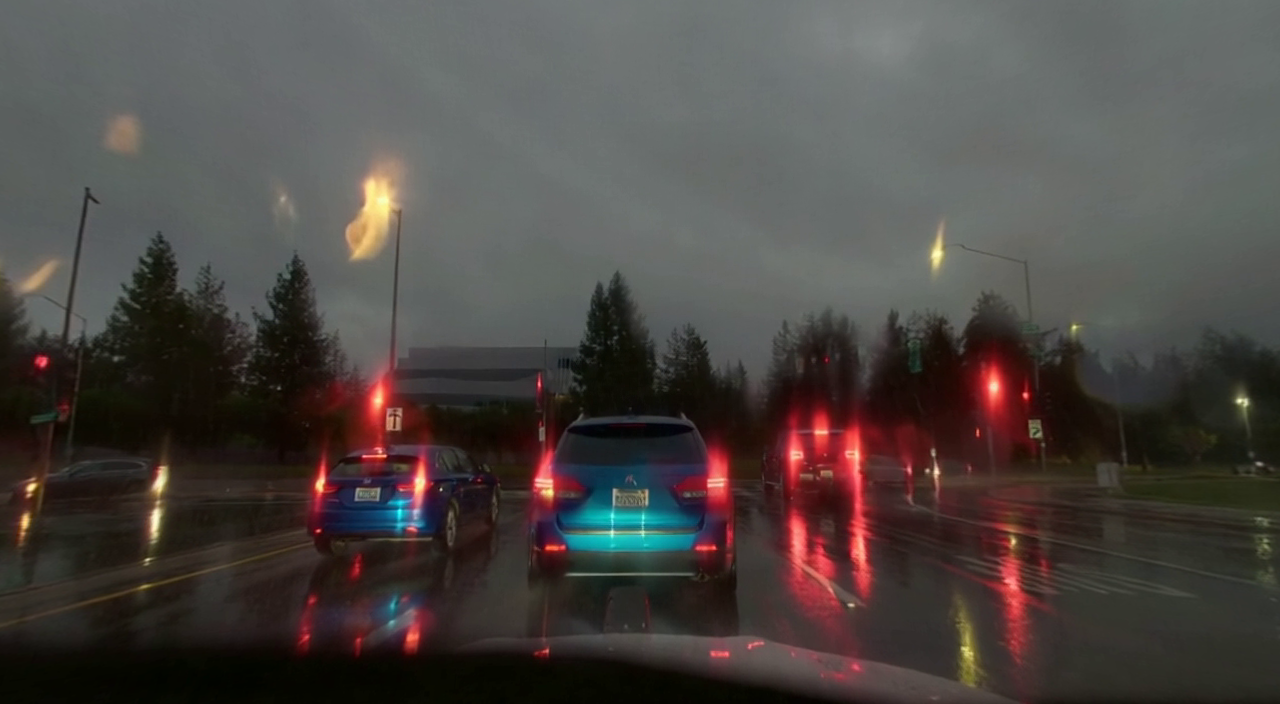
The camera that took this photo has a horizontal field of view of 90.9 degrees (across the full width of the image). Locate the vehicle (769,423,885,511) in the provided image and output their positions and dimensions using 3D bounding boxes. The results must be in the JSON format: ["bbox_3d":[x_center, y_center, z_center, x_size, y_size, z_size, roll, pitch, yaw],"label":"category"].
[{"bbox_3d":[4.816,3.004,16.927,2.084,2.053,4.073,-1,-8,4],"label":"vehicle"}]

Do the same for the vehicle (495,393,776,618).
[{"bbox_3d":[-0.028,1.525,7.179,2.203,1.757,4.286,0,-8,0],"label":"vehicle"}]

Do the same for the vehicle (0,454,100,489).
[{"bbox_3d":[-27.042,5.277,27.959,4.198,1.444,1.765,2,-9,-15],"label":"vehicle"}]

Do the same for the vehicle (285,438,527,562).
[{"bbox_3d":[-3.192,2.091,9.764,1.913,1.453,4.413,0,-8,2],"label":"vehicle"}]

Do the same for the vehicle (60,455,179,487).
[{"bbox_3d":[-25.963,5.946,31.610,4.140,1.444,1.742,2,-9,-15],"label":"vehicle"}]
